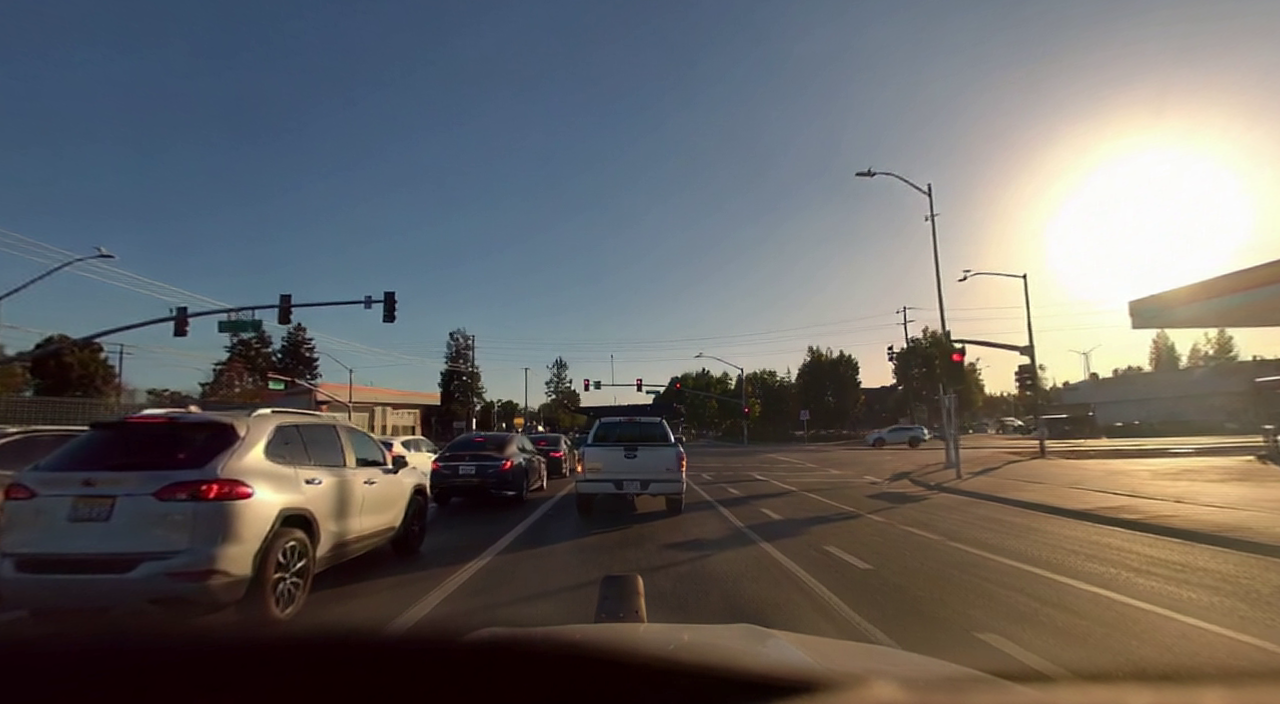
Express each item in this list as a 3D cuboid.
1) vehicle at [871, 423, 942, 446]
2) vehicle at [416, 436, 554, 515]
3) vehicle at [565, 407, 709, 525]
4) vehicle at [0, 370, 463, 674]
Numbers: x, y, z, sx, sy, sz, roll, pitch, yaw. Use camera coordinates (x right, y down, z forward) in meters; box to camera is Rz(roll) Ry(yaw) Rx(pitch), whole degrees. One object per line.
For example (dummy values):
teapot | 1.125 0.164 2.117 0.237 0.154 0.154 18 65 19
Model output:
vehicle | 20.468 6.354 48.631 4.548 1.730 2.013 1 -9 -5
vehicle | -3.112 2.572 13.614 1.881 1.424 4.098 0 -9 1
vehicle | -0.068 2.138 12.359 2.224 1.819 5.005 0 -9 -1
vehicle | -3.311 1.279 5.798 2.096 1.718 4.266 0 -9 1
